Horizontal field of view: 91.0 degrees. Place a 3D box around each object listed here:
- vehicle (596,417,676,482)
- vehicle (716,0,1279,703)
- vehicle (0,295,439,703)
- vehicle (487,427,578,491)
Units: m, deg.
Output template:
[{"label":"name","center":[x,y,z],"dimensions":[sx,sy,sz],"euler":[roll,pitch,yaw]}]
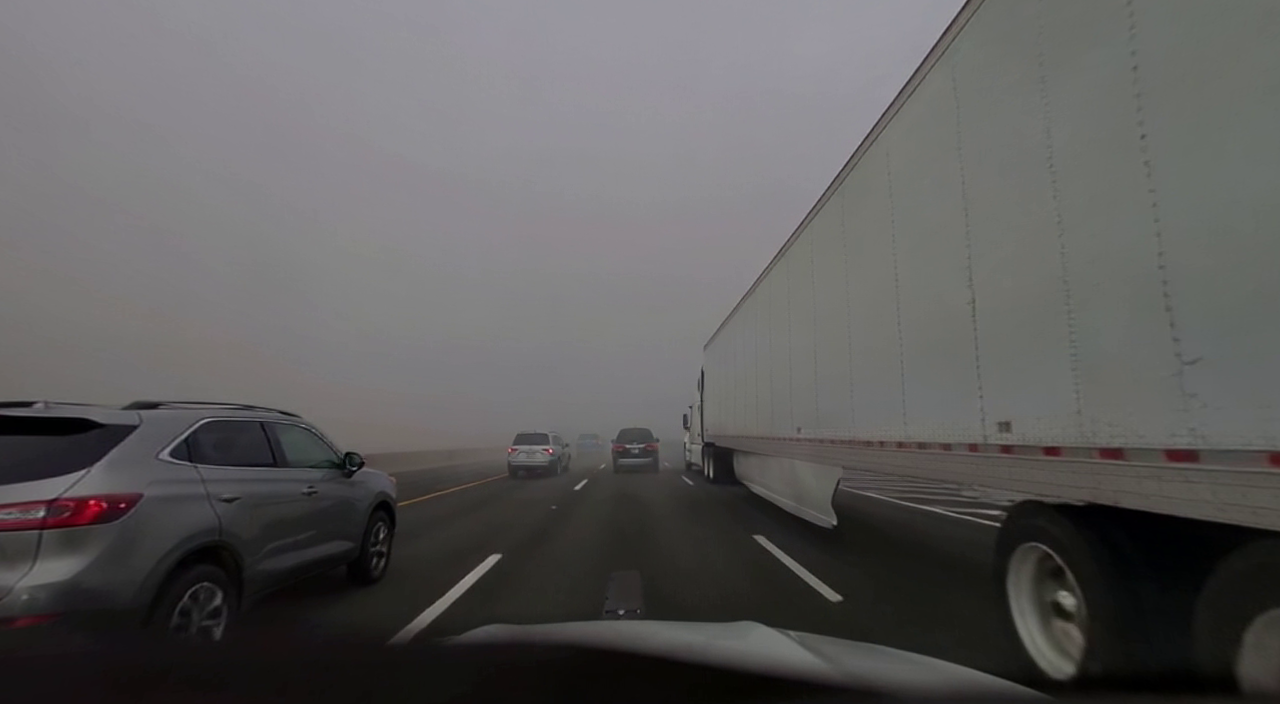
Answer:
[{"label":"vehicle","center":[-0.167,3.767,24.476],"dimensions":[2.704,2.216,5.804],"euler":[0,-8,0]},{"label":"vehicle","center":[3.552,0.417,8.334],"dimensions":[2.852,4.121,16.210],"euler":[0,-8,-1]},{"label":"vehicle","center":[-3.266,1.035,4.236],"dimensions":[2.193,1.803,4.958],"euler":[0,-8,0]},{"label":"vehicle","center":[-3.350,3.453,20.651],"dimensions":[2.120,1.812,4.659],"euler":[0,-8,1]}]
